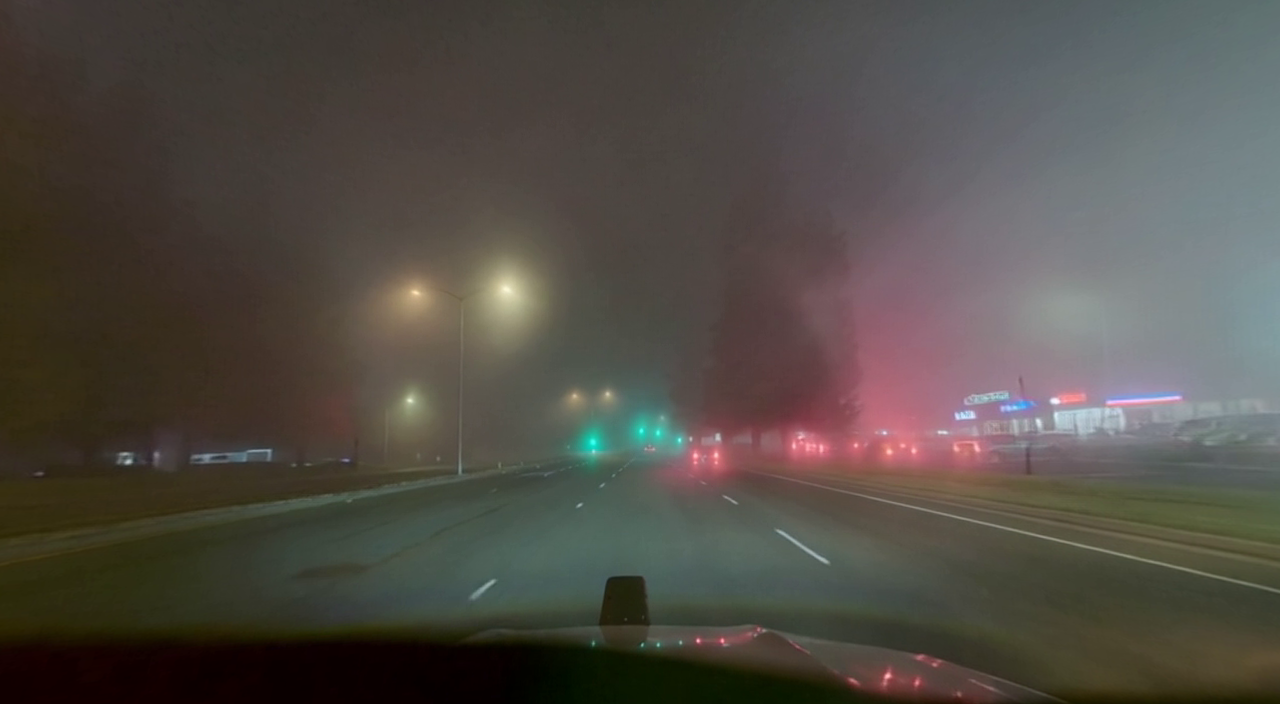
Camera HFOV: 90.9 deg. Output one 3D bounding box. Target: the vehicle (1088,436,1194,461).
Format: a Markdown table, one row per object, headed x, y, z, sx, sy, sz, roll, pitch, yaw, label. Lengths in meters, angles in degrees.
| x | y | z | sx | sy | sz | roll | pitch | yaw | label |
| --- | --- | --- | --- | --- | --- | --- | --- | --- | --- |
| 32.405 | 6.245 | 40.876 | 5.080 | 1.504 | 1.946 | -8 | -12 | 44 | vehicle |

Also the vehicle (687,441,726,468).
| x | y | z | sx | sy | sz | roll | pitch | yaw | label |
| --- | --- | --- | --- | --- | --- | --- | --- | --- | --- |
| 4.255 | 6.629 | 40.986 | 2.007 | 1.683 | 4.171 | 0 | -8 | -1 | vehicle |

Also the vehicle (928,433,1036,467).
| x | y | z | sx | sy | sz | roll | pitch | yaw | label |
| --- | --- | --- | --- | --- | --- | --- | --- | --- | --- |
| 17.867 | 5.132 | 33.103 | 4.386 | 1.701 | 2.121 | -1 | -8 | 3 | vehicle |

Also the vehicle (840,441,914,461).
| x | y | z | sx | sy | sz | roll | pitch | yaw | label |
| --- | --- | --- | --- | --- | --- | --- | --- | --- | --- |
| 17.332 | 7.282 | 46.303 | 4.685 | 1.478 | 1.849 | 0 | -9 | 2 | vehicle |
